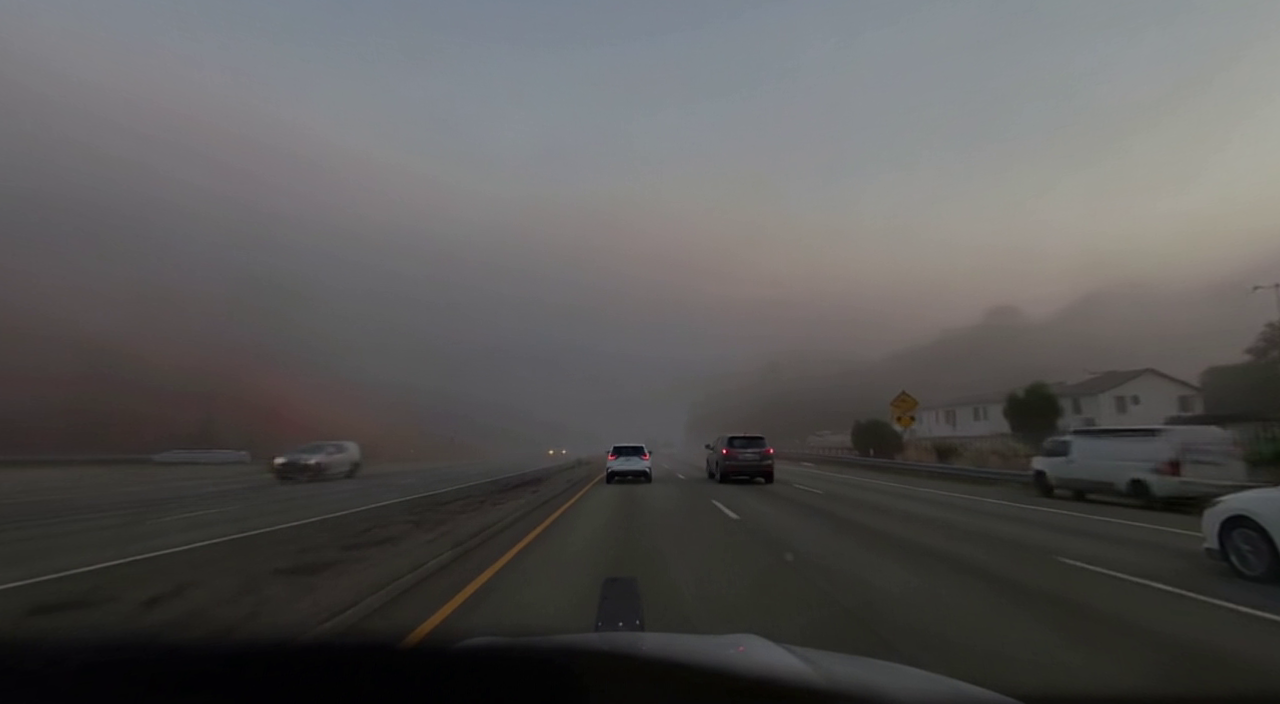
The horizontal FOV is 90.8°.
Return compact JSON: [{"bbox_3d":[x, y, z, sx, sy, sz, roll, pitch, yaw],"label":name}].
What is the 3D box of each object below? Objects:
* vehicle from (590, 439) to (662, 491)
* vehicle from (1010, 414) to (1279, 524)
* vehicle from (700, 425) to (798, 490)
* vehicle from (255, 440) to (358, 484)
[{"bbox_3d":[-0.396,3.453,19.707,2.040,1.451,3.736,0,-8,0],"label":"vehicle"},{"bbox_3d":[11.355,2.491,14.103,2.533,1.900,6.143,0,-8,1],"label":"vehicle"},{"bbox_3d":[3.333,3.351,20.339,2.186,1.842,4.553,0,-8,-2],"label":"vehicle"},{"bbox_3d":[-14.194,4.673,27.230,1.971,1.718,4.408,0,-8,1],"label":"vehicle"}]
